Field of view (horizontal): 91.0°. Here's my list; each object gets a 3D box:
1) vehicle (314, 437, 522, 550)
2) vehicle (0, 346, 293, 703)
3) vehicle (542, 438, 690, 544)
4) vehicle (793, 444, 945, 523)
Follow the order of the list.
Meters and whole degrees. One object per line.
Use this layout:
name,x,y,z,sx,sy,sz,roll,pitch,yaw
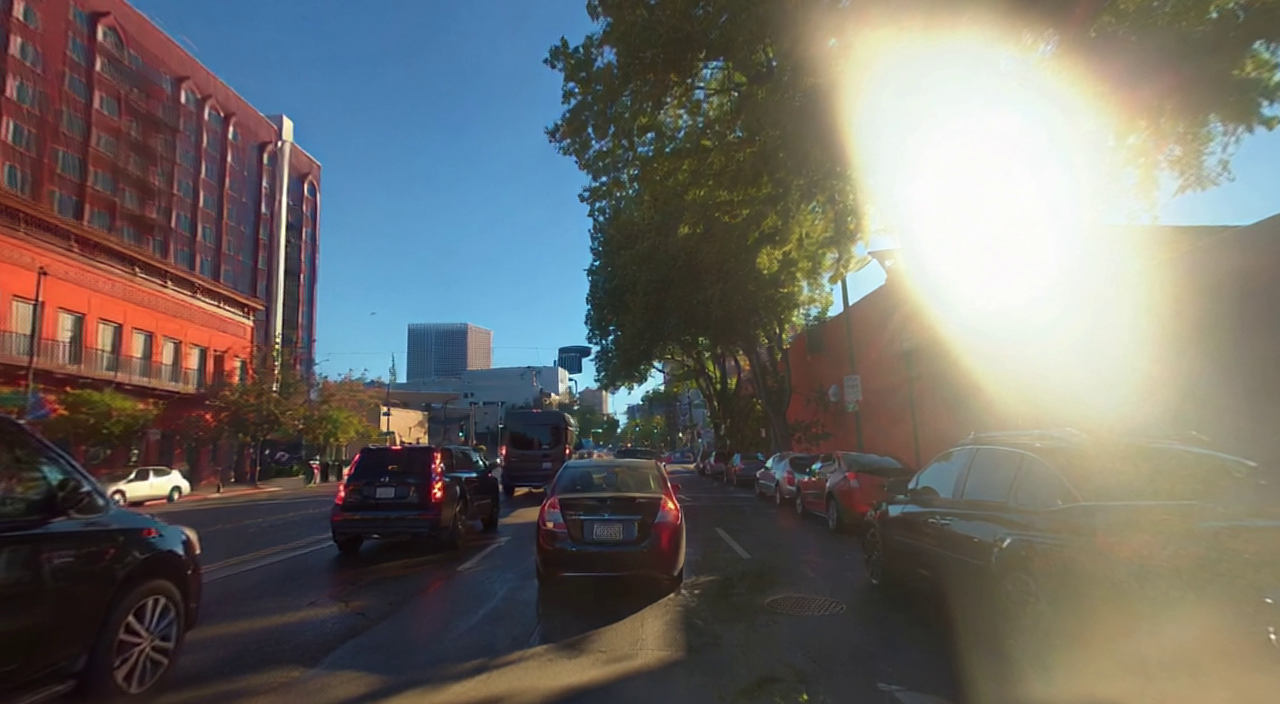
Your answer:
vehicle,-3.537,2.323,11.089,1.995,1.554,4.426,0,-9,1
vehicle,-3.714,0.820,2.316,2.140,1.768,4.685,0,-9,0
vehicle,-0.373,2.352,11.300,2.152,1.518,4.113,0,-9,-1
vehicle,4.908,2.853,14.195,1.832,1.491,4.054,1,-9,-1
